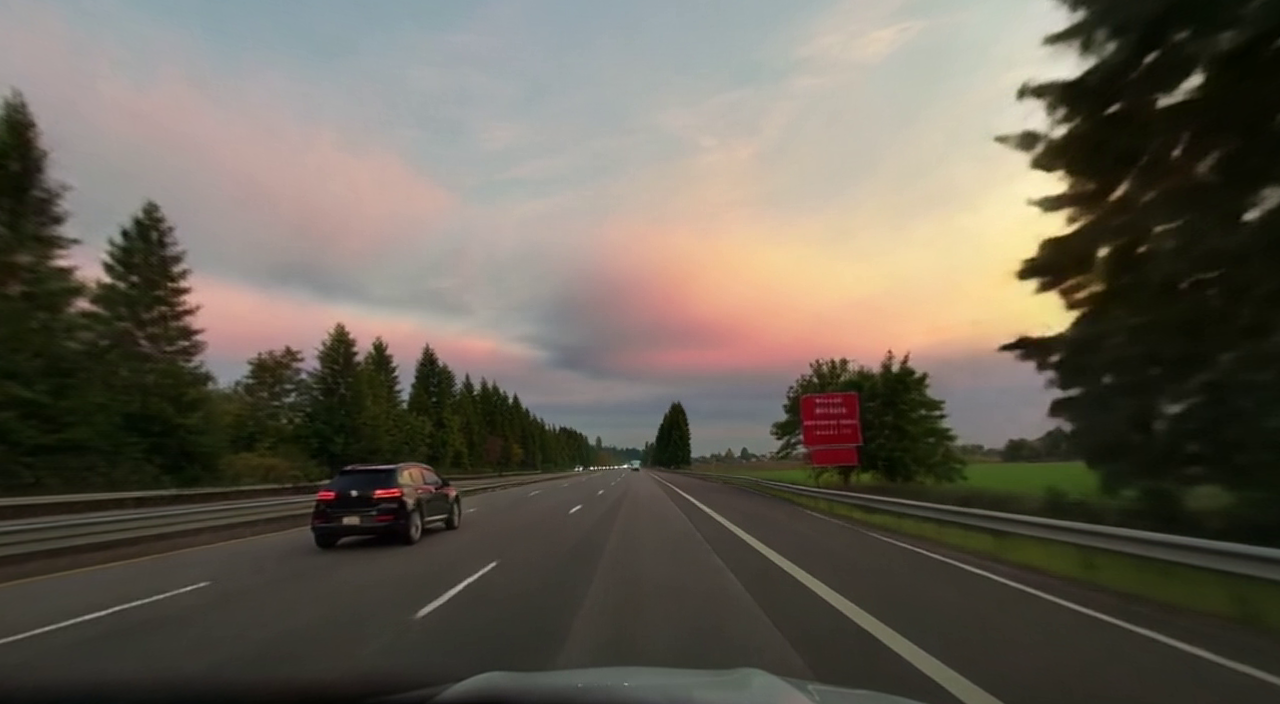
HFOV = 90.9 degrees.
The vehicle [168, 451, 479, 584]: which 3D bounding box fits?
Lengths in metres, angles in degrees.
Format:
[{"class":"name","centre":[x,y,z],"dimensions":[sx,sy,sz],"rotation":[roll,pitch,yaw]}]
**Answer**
[{"class":"vehicle","centre":[-4.119,2.271,9.389],"dimensions":[2.183,1.435,4.653],"rotation":[1,-10,0]}]
